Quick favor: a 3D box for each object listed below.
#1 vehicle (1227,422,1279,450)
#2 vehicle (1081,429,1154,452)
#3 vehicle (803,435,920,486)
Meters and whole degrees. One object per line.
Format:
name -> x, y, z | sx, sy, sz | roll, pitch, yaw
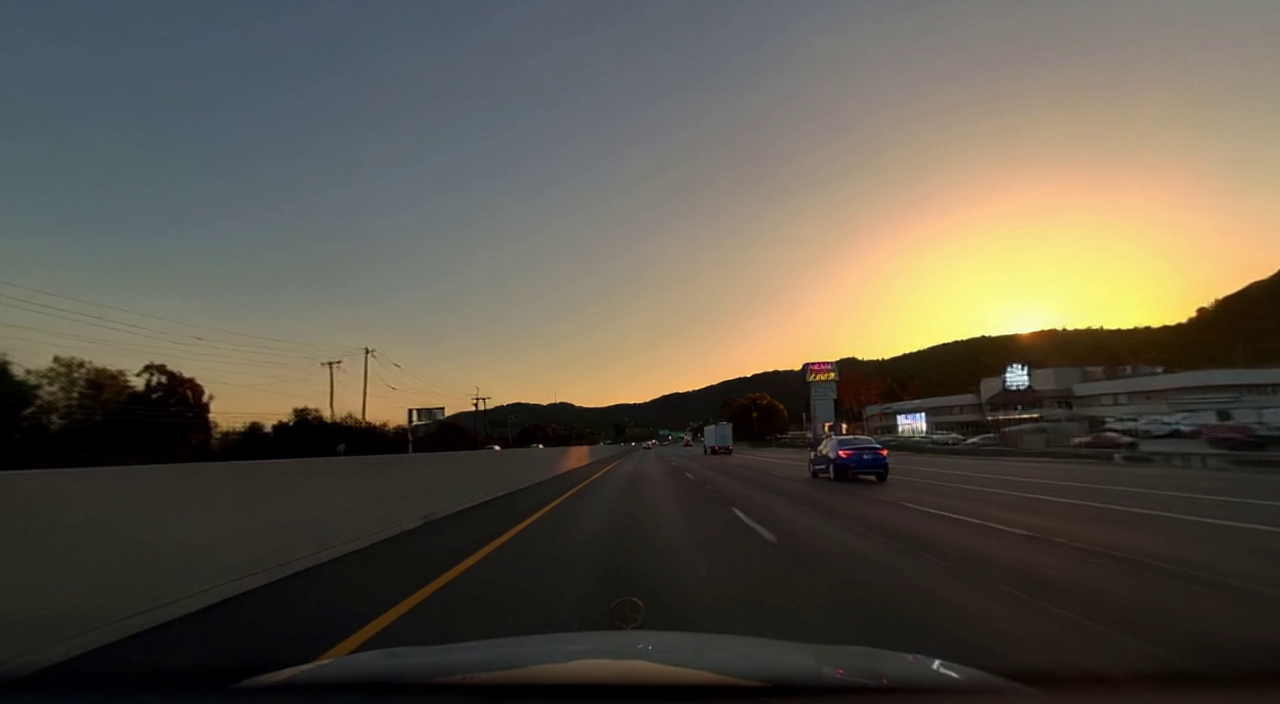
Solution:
vehicle -> 43.442, 5.717, 42.890 | 1.947, 1.722, 4.943 | -3, -7, 3
vehicle -> 35.852, 6.622, 47.157 | 3.860, 1.492, 1.960 | -3, -7, -2
vehicle -> 7.261, 3.605, 21.253 | 2.079, 1.518, 5.032 | 0, -8, -1
